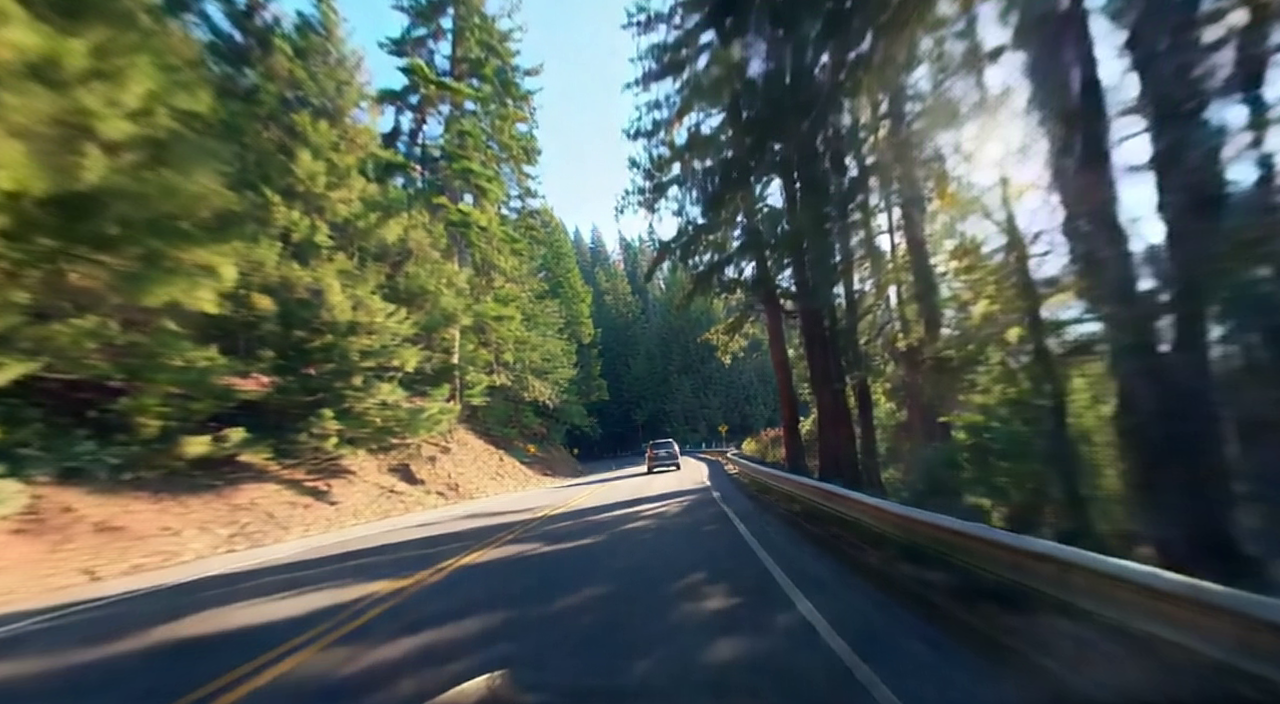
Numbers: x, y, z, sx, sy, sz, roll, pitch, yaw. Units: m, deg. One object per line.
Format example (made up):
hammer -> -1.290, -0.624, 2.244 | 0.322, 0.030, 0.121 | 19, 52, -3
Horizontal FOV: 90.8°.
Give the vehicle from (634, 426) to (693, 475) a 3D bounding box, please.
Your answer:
vehicle -> 1.176, 4.903, 31.371 | 2.469, 1.953, 5.605 | -7, -9, 2
